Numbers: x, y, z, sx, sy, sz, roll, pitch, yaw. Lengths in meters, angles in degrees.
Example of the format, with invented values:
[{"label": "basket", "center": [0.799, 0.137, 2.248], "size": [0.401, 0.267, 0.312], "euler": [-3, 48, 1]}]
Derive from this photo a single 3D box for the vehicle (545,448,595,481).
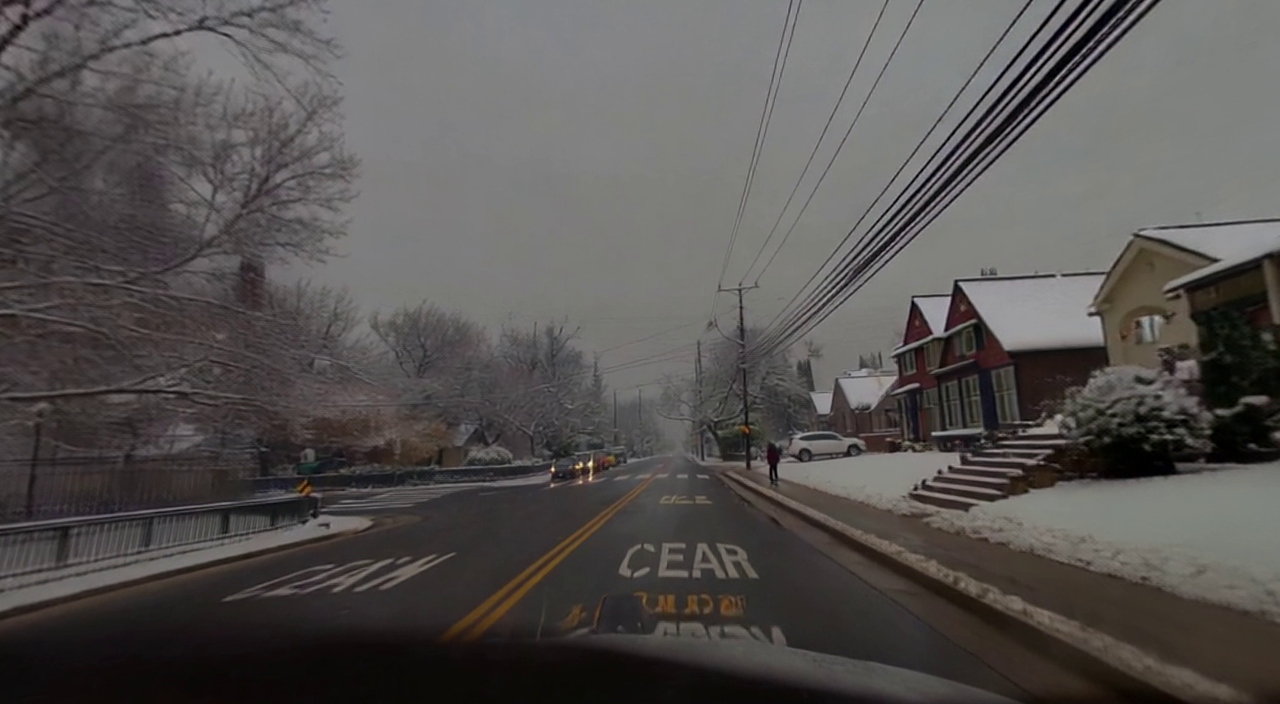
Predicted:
[{"label": "vehicle", "center": [-4.062, 6.645, 37.538], "size": [2.203, 1.787, 4.704], "euler": [-1, -8, 3]}]
